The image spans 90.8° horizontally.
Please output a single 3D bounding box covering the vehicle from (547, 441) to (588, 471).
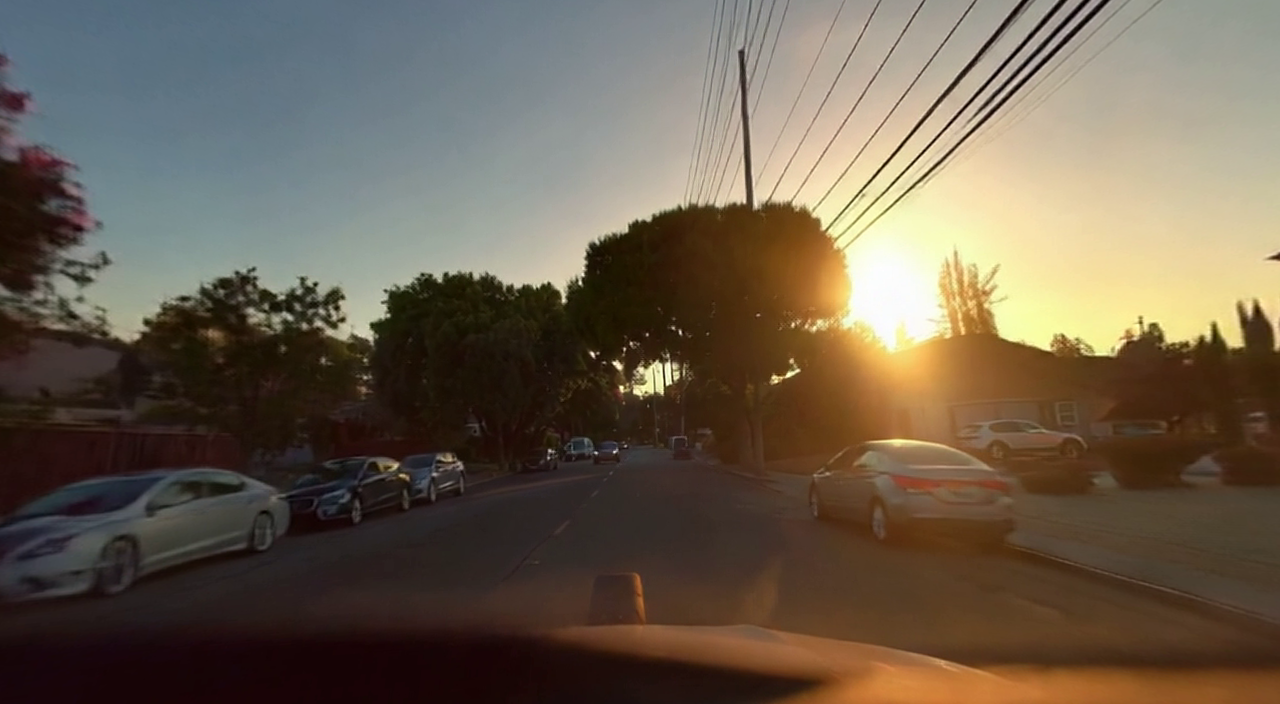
[{"bbox_3d":[-5.669,8.197,49.936,2.200,2.052,5.675,-4,-9,2],"label":"vehicle"}]

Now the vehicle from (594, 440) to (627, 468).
[{"bbox_3d":[-2.257,8.009,49.709,2.154,2.051,4.571,-2,-9,3],"label":"vehicle"}]

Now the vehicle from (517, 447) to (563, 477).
[{"bbox_3d":[-6.152,6.787,39.339,2.055,1.666,4.168,-2,-9,1],"label":"vehicle"}]

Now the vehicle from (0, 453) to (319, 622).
[{"bbox_3d":[-6.111,2.137,8.191,1.813,1.447,4.437,-4,-8,-3],"label":"vehicle"}]

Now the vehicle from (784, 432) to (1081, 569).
[{"bbox_3d":[3.778,2.004,9.436,2.108,1.493,4.878,0,-9,0],"label":"vehicle"}]
